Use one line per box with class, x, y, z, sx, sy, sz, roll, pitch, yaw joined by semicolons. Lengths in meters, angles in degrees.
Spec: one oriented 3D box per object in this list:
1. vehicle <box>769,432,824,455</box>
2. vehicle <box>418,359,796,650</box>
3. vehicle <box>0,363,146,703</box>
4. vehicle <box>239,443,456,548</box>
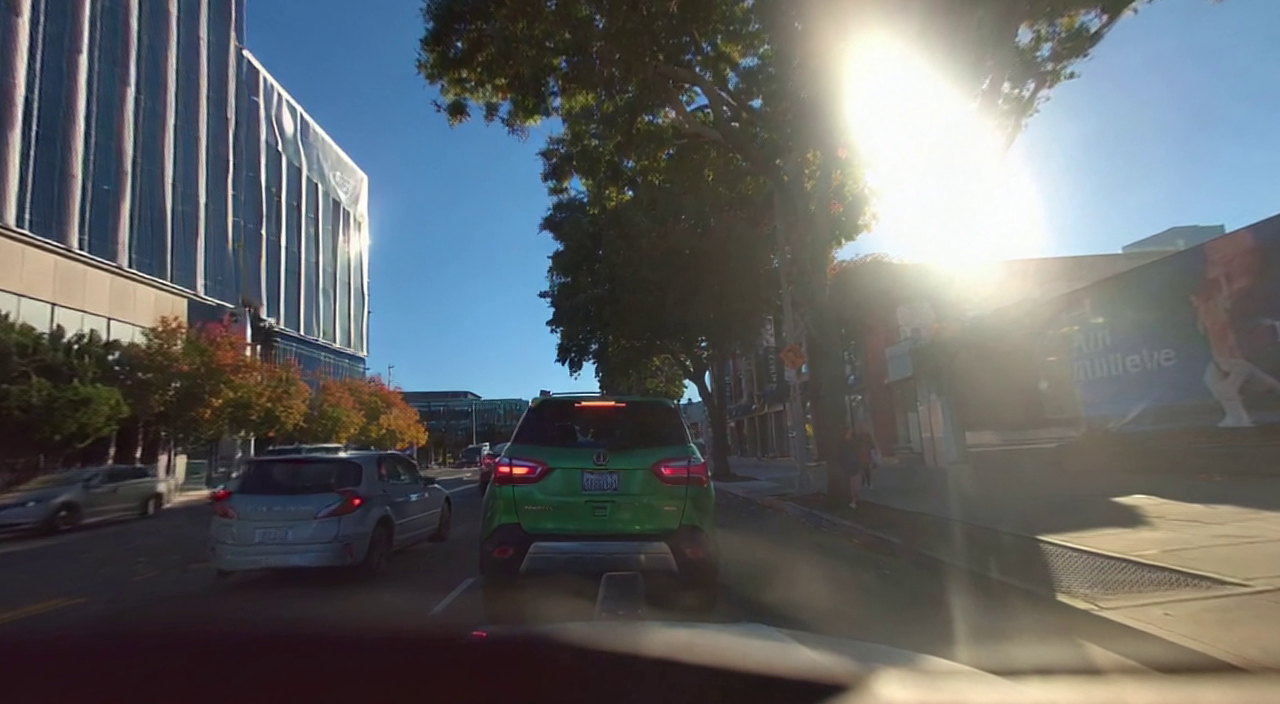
vehicle;10.282;5.996;41.235;1.877;1.416;3.965;-8;-12;39
vehicle;-0.347;1.327;6.535;2.531;1.930;4.382;0;-8;-4
vehicle;-3.196;0.639;0.600;1.971;1.658;4.428;0;-8;-2
vehicle;-4.755;2.345;11.144;1.876;1.448;4.464;0;-8;-3
